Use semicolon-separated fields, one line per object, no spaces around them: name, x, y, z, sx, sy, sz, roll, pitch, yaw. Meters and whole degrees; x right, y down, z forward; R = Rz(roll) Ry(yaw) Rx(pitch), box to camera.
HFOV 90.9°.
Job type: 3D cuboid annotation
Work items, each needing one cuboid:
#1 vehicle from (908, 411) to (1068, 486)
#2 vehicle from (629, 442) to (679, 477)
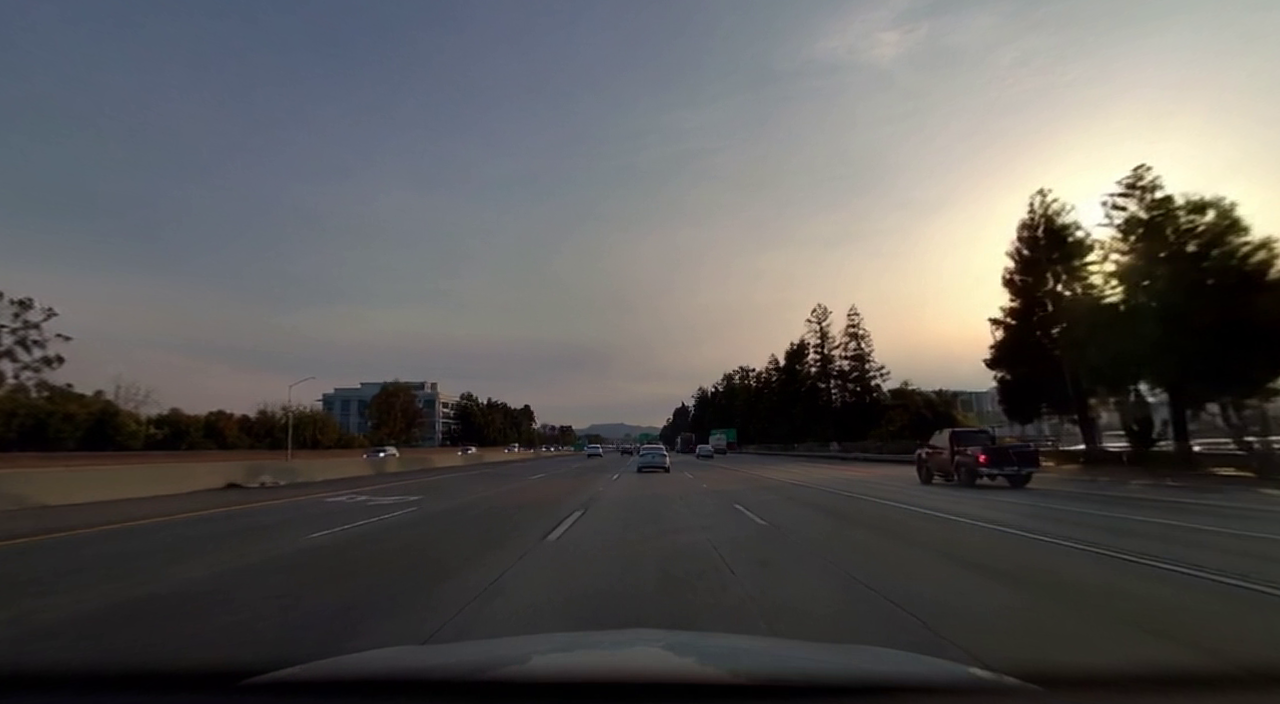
vehicle;12.607;3.563;23.537;2.336;2.415;6.056;0;-8;-2
vehicle;0.601;4.907;29.152;2.112;1.482;4.082;0;-8;0
